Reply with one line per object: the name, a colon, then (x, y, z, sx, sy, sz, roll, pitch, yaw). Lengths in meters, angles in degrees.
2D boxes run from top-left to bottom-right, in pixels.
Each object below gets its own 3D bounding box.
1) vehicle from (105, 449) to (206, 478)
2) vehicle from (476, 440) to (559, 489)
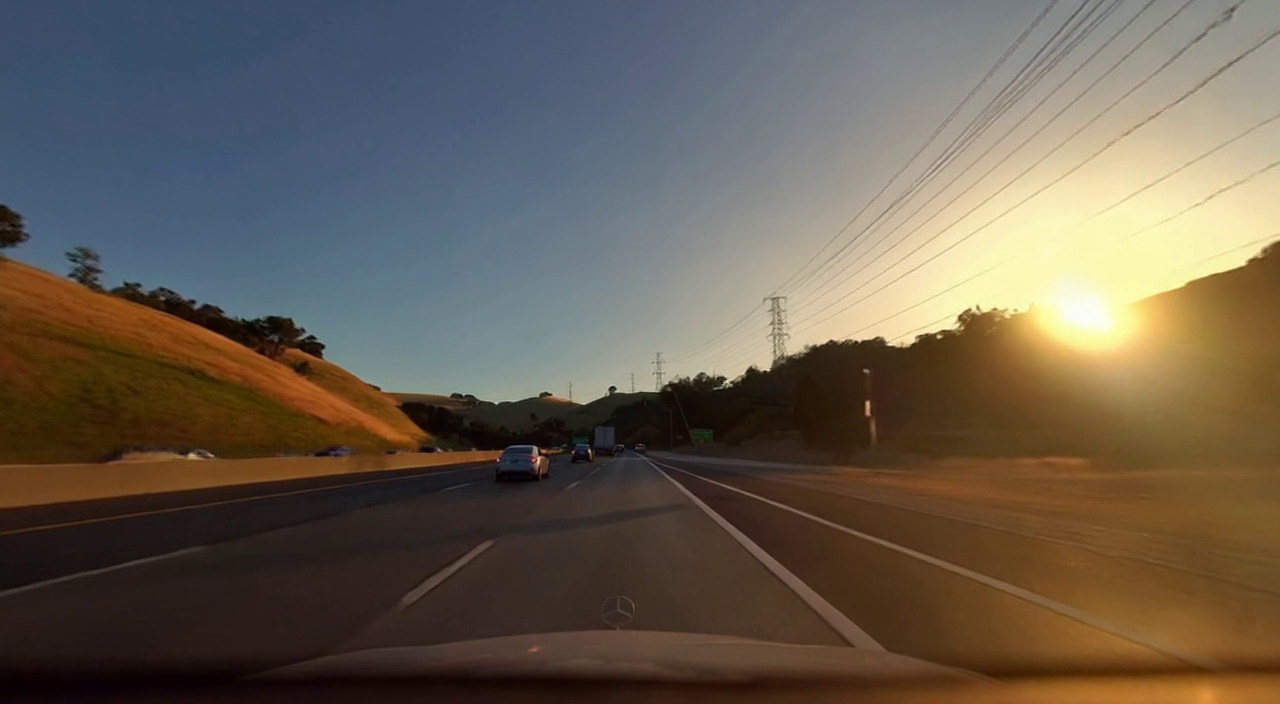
vehicle: (-26.102, 6.000, 34.276, 1.841, 1.449, 4.570, 0, -9, 0)
vehicle: (-4.143, 3.868, 22.093, 1.963, 1.533, 4.477, 0, -9, 0)
